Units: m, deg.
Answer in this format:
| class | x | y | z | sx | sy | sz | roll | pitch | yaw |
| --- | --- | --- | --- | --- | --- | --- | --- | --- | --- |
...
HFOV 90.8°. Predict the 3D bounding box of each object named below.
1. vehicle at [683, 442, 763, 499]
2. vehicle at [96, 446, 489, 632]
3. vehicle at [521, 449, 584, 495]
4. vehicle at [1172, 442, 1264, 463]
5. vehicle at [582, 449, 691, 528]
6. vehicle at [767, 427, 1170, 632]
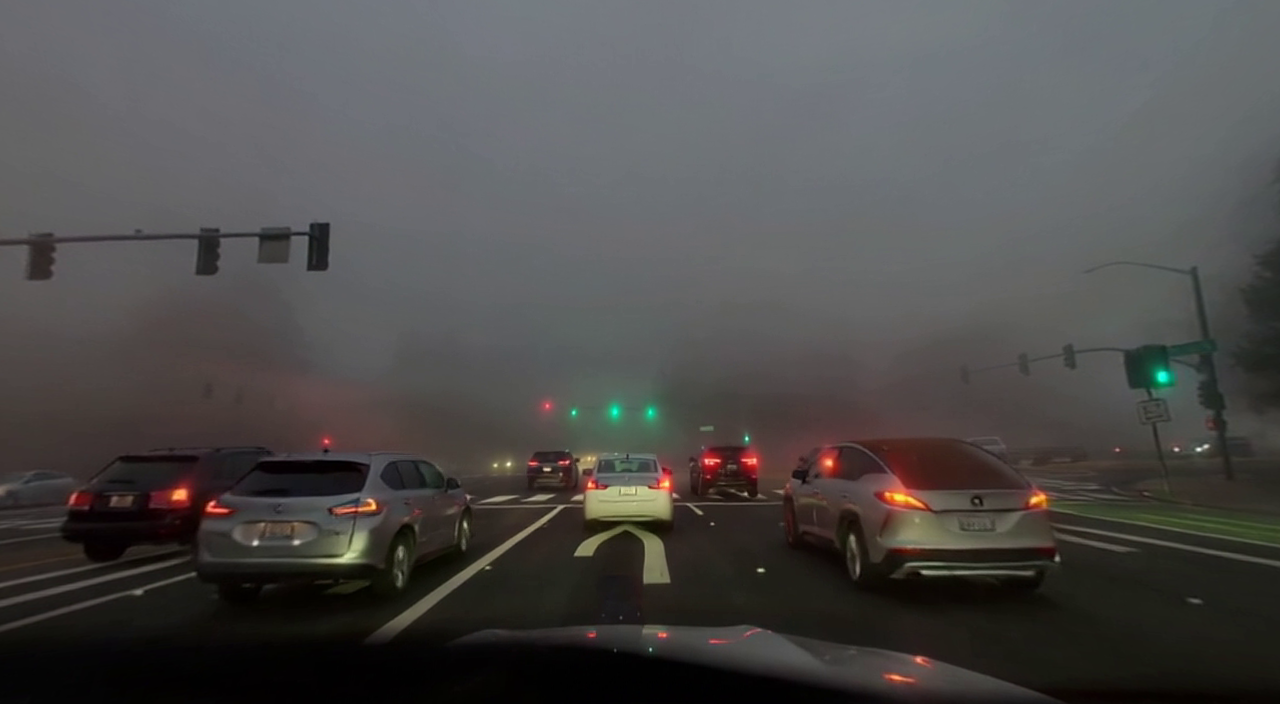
| class | x | y | z | sx | sy | sz | roll | pitch | yaw |
| --- | --- | --- | --- | --- | --- | --- | --- | --- | --- |
| vehicle | 2.805 | 4.122 | 22.490 | 2.138 | 1.778 | 4.422 | 0 | -8 | -1 |
| vehicle | -3.329 | 1.836 | 7.371 | 2.045 | 1.463 | 4.490 | 0 | -8 | 0 |
| vehicle | -3.571 | 4.964 | 26.498 | 2.033 | 1.714 | 4.278 | 0 | -8 | 0 |
| vehicle | 40.013 | 6.947 | 43.808 | 4.644 | 1.430 | 1.781 | 0 | -9 | -1 |
| vehicle | -0.107 | 2.941 | 14.211 | 2.098 | 1.461 | 3.958 | 0 | -8 | -1 |
| vehicle | 3.061 | 1.745 | 7.431 | 1.996 | 1.566 | 4.917 | 0 | -8 | -1 |
